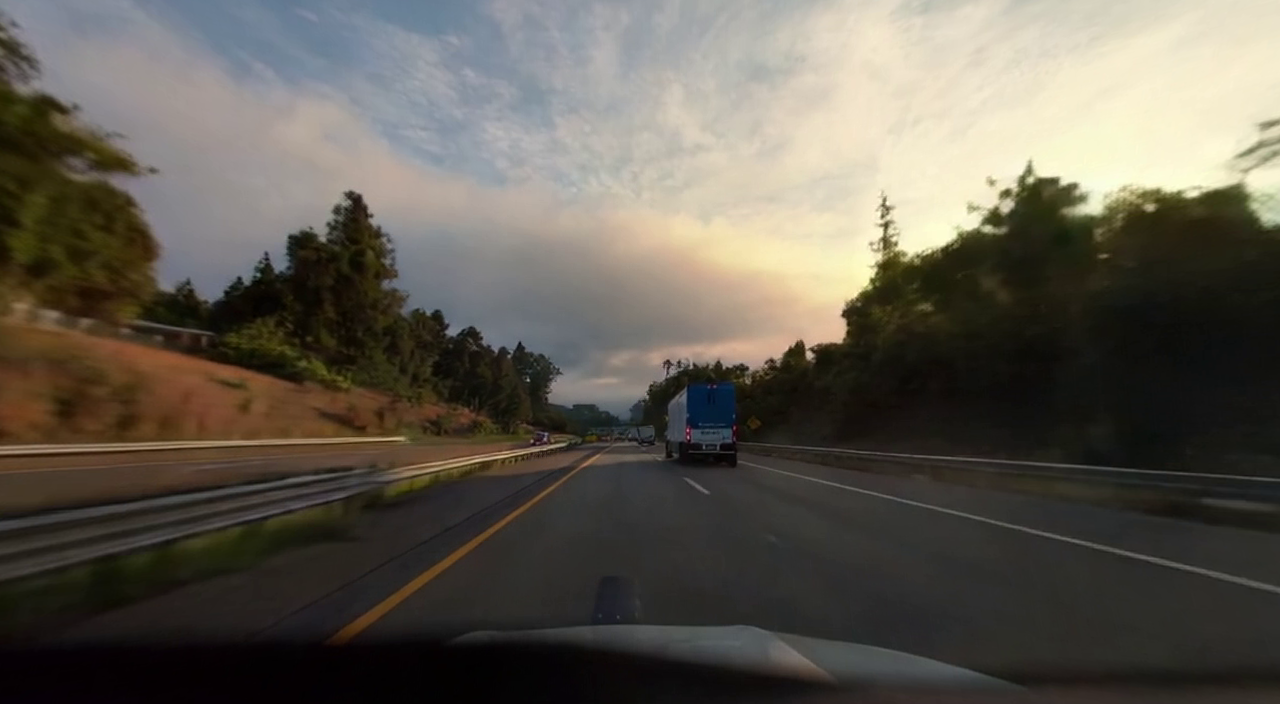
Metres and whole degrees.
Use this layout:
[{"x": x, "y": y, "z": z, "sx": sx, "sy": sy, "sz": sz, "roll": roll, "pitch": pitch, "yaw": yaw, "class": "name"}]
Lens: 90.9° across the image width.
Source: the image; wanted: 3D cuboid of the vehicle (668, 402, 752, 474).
[{"x": 2.664, "y": 3.527, "z": 25.898, "sx": 2.570, "sy": 2.596, "sz": 6.082, "roll": 0, "pitch": -8, "yaw": -2, "class": "vehicle"}]
